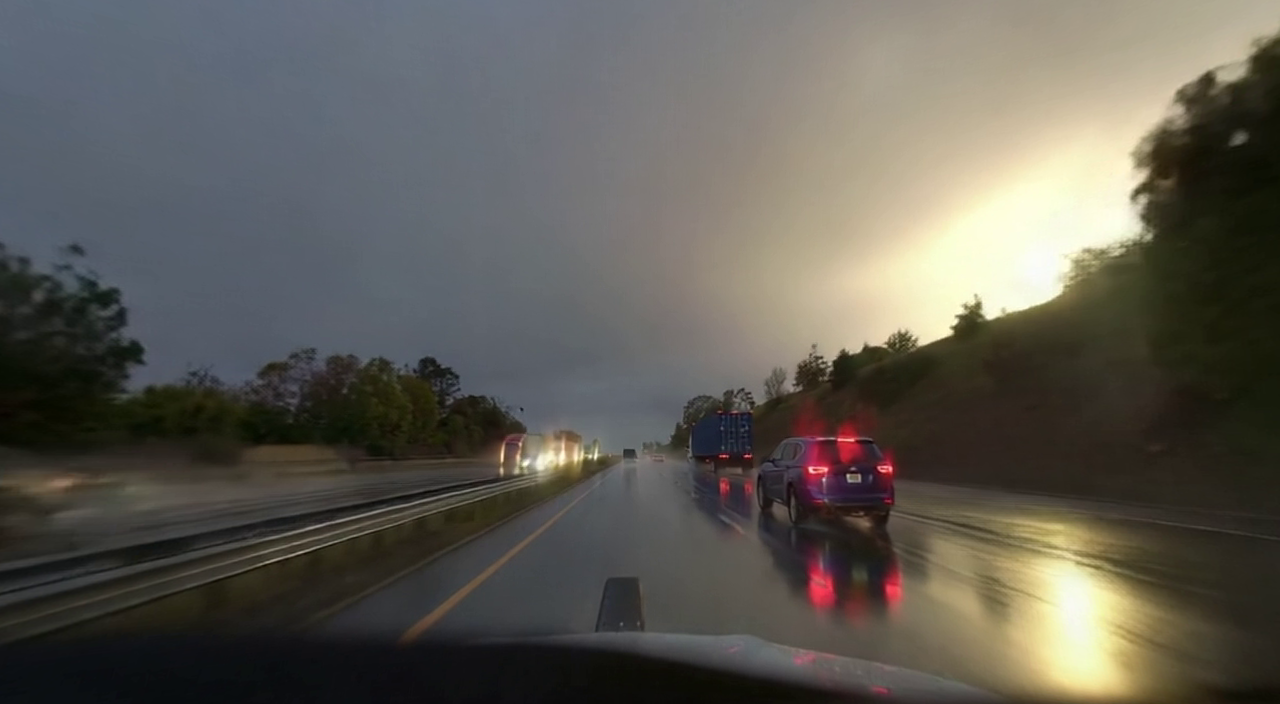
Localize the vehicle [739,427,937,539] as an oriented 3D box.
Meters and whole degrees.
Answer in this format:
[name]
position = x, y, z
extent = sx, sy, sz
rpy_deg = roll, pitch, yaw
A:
[vehicle]
position = 3.353, 2.328, 11.853
extent = 2.130, 1.658, 4.537
rpy_deg = 0, -9, -2
